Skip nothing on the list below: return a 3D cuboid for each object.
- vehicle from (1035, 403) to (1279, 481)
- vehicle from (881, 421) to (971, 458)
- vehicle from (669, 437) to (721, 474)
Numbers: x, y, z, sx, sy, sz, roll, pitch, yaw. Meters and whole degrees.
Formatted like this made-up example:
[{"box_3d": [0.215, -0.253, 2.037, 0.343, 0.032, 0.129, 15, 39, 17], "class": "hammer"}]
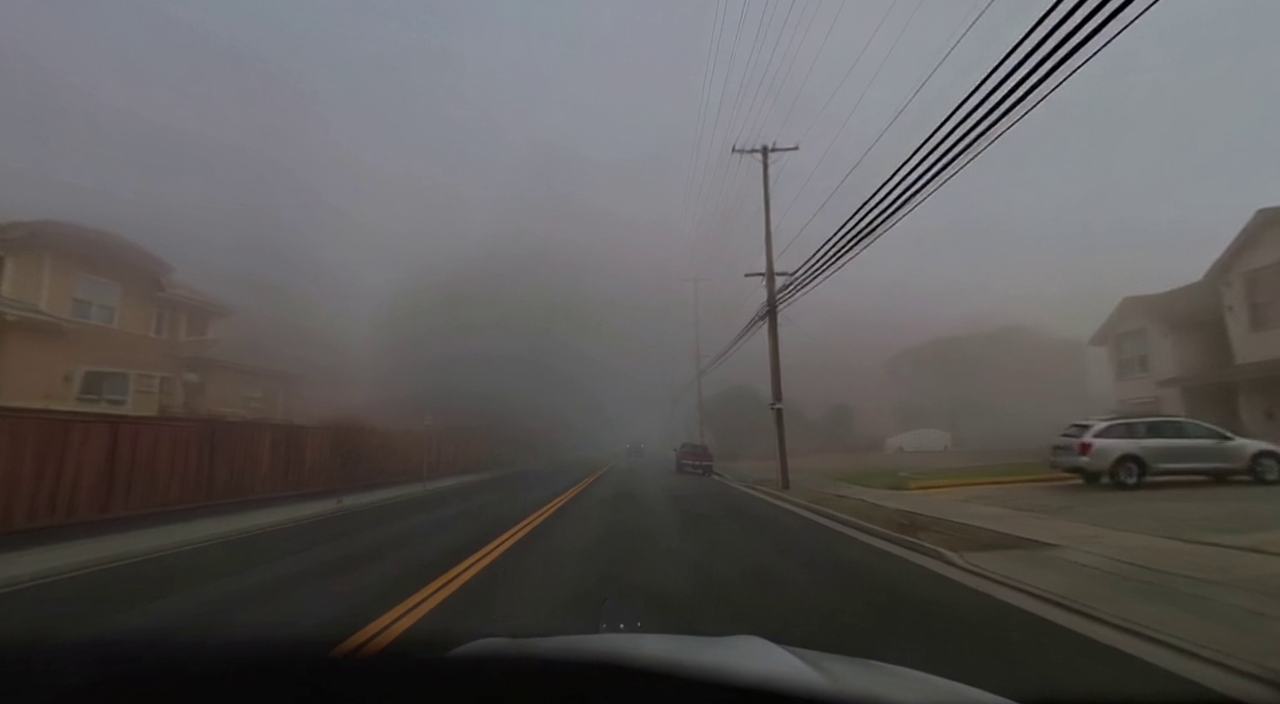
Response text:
[{"box_3d": [12.701, 2.198, 15.375, 4.701, 1.745, 2.083, -1, -9, 3], "class": "vehicle"}, {"box_3d": [17.860, 5.486, 39.627, 4.457, 1.780, 2.170, -5, -8, -1], "class": "vehicle"}, {"box_3d": [2.696, 5.221, 31.937, 2.108, 1.710, 4.499, 0, -9, -1], "class": "vehicle"}]
